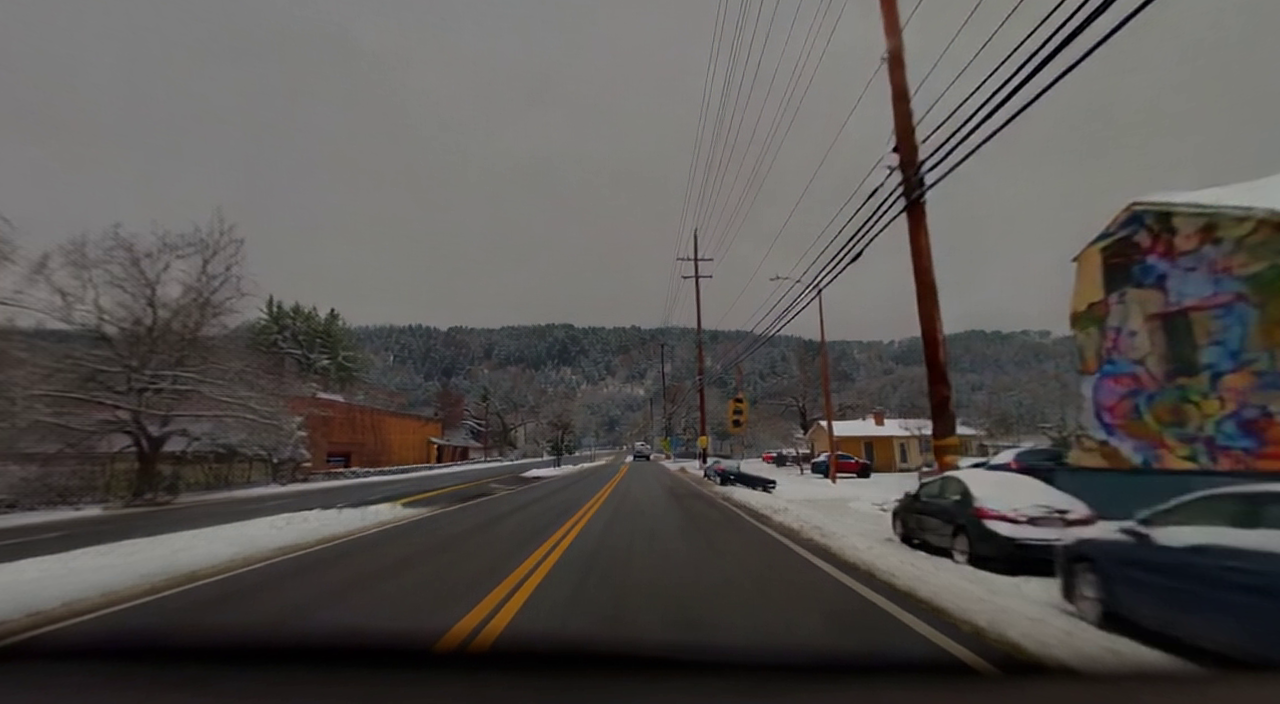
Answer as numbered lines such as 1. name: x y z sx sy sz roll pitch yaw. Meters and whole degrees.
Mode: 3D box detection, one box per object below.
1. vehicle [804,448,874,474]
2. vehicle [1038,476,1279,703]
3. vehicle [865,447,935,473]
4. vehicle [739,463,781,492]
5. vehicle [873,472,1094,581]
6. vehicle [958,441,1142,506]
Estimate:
1. vehicle: 15.409 8.477 49.150 4.798 1.934 1.908 0 -8 1
2. vehicle: 6.029 2.023 5.493 1.966 1.829 4.812 -1 -12 1
3. vehicle: 17.227 7.143 42.002 3.878 1.663 1.752 0 -8 2
4. vehicle: 6.818 7.166 36.312 1.781 1.432 4.169 0 -8 2
5. vehicle: 6.048 3.081 11.797 1.926 1.497 3.988 0 -8 1
6. vehicle: 14.881 4.439 23.212 4.982 1.869 2.265 -4 -11 0
